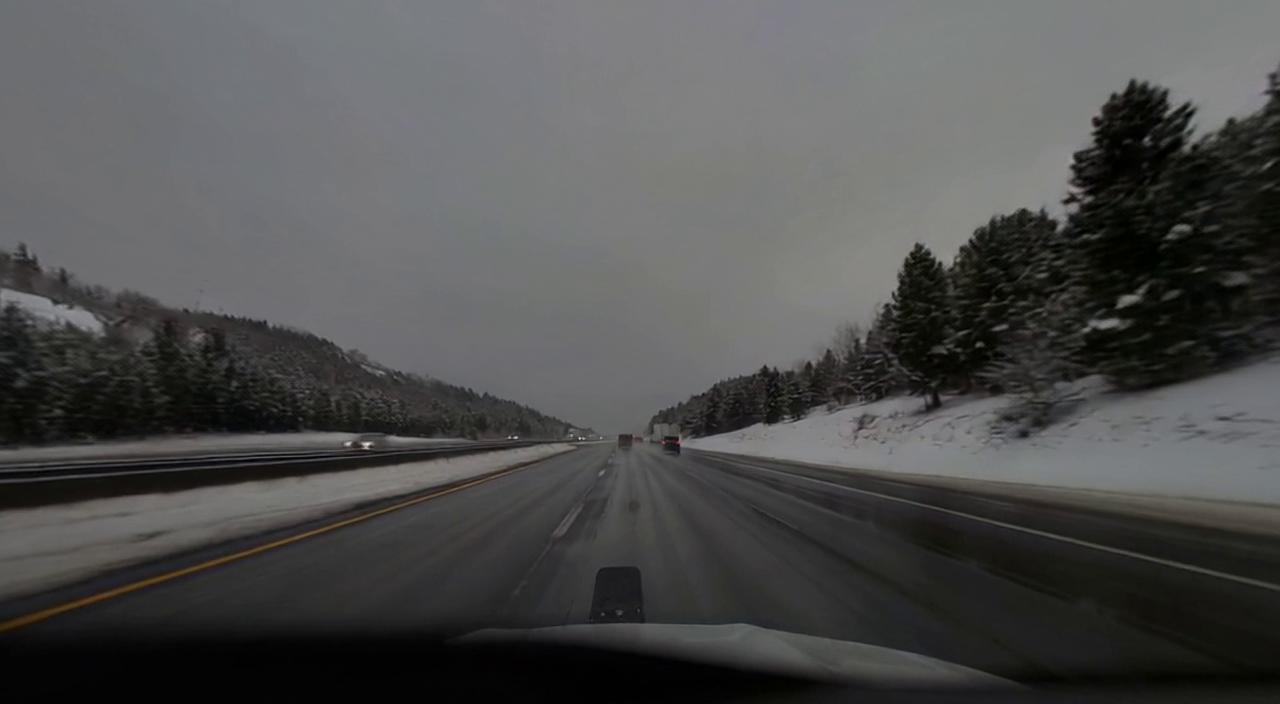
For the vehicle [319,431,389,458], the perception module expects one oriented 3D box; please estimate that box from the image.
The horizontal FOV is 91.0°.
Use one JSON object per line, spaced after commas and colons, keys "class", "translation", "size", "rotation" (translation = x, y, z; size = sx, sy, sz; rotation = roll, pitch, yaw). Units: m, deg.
{"class": "vehicle", "translation": [-16.850, 5.450, 37.331], "size": [2.007, 1.465, 4.626], "rotation": [0, -8, -1]}
